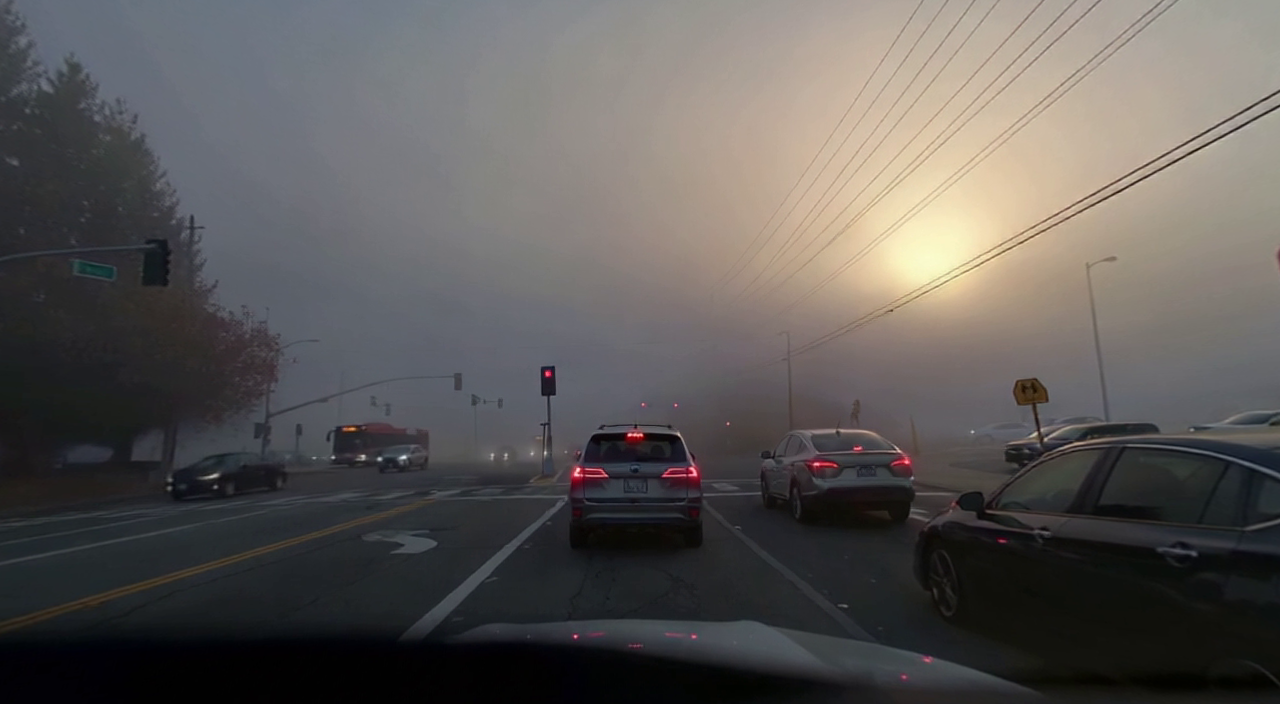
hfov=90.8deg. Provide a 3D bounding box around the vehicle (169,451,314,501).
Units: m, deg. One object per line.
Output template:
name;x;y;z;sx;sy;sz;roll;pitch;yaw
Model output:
vehicle;-13.503;4.195;21.821;1.967;1.486;4.701;0;-9;-1

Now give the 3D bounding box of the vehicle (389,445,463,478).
vehicle;-10.564;5.438;31.619;2.030;1.498;4.690;0;-9;0

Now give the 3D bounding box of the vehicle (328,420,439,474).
vehicle;-18.573;7.087;47.129;3.010;3.475;12.655;0;-9;0

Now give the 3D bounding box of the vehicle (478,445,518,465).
vehicle;-10.893;7.925;48.728;1.976;1.483;4.630;0;-9;0

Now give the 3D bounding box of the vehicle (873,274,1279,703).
vehicle;3.082;0.843;3.266;2.049;1.813;4.245;0;-9;-1

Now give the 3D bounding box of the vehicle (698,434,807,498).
vehicle;2.881;3.037;17.227;2.040;1.481;4.407;0;-9;-2

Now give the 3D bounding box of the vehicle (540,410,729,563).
vehicle;-0.113;1.799;9.113;2.087;1.677;4.053;0;-9;-1
